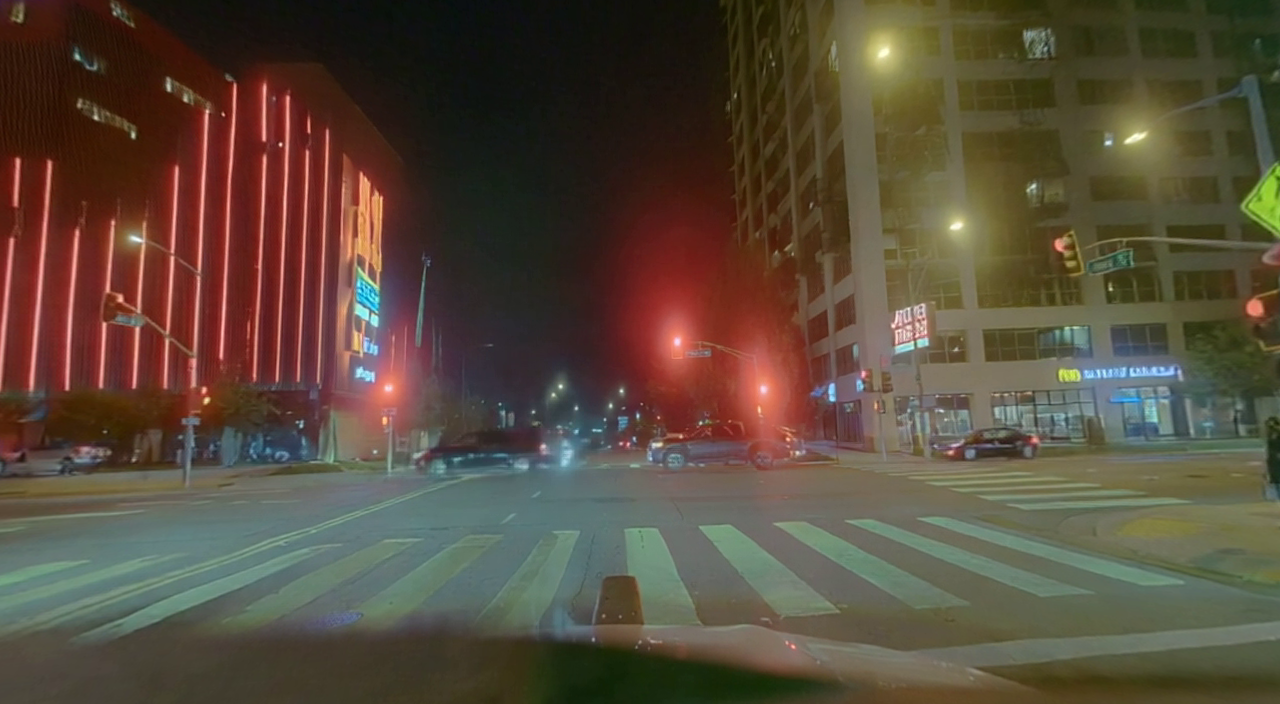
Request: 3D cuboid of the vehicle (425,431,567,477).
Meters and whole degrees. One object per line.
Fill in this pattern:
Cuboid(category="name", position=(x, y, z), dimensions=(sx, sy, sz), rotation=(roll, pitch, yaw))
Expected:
Cuboid(category="vehicle", position=(-4.929, 3.548, 22.128), dimensions=(4.643, 1.476, 1.820), rotation=(1, -9, -8))

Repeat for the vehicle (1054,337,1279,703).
Cuboid(category="vehicle", position=(3.013, 0.610, 0.877), dimensions=(1.866, 1.654, 4.354), rotation=(0, -8, 0))

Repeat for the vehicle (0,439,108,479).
Cuboid(category="vehicle", position=(-31.543, 5.607, 33.543), dimensions=(2.205, 1.903, 5.877), rotation=(1, -9, -10))

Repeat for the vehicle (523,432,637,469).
Cuboid(category="vehicle", position=(-2.448, 3.994, 25.722), dimensions=(4.461, 1.443, 1.715), rotation=(1, -9, -8))

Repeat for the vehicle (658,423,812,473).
Cuboid(category="vehicle", position=(3.016, 3.107, 20.593), dimensions=(4.612, 1.521, 1.811), rotation=(1, -9, -9))

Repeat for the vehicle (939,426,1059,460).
Cuboid(category="vehicle", position=(16.104, 4.088, 28.433), dimensions=(4.475, 1.458, 1.681), rotation=(1, -9, -7))
